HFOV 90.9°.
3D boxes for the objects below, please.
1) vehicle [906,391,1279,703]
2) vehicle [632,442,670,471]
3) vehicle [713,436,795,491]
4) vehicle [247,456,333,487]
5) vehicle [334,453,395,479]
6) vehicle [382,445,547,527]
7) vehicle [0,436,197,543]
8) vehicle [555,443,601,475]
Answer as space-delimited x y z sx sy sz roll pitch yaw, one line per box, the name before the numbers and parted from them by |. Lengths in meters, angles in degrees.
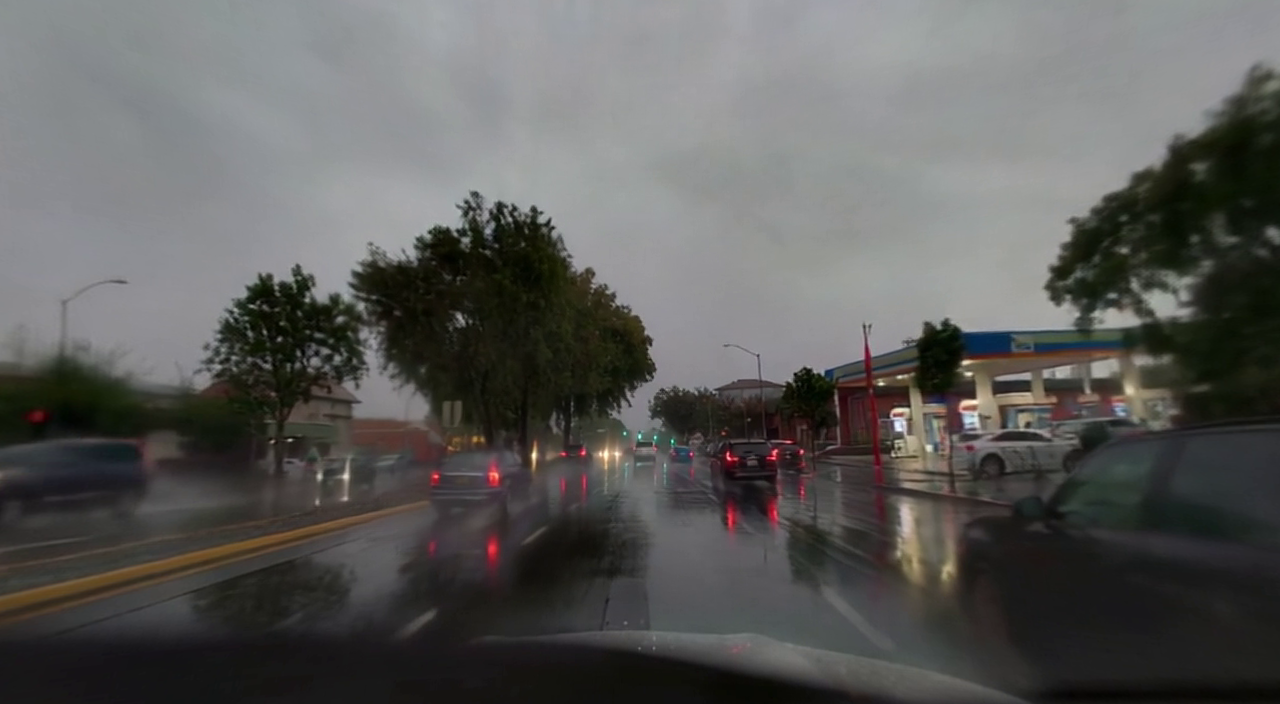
vehicle | 3.167 1.011 2.946 1.919 1.502 4.572 0 -8 1
vehicle | 0.670 6.483 39.382 2.192 1.674 4.124 0 -8 1
vehicle | 3.829 3.842 22.120 1.980 1.709 4.813 0 -8 0
vehicle | -19.039 6.502 34.579 1.890 1.472 4.769 0 -8 1
vehicle | -18.524 7.649 42.616 1.947 1.616 4.638 0 -8 1
vehicle | -3.298 2.592 12.872 2.013 1.354 4.393 0 -8 1
vehicle | -11.754 2.648 12.877 2.012 1.781 4.599 0 -8 0
vehicle | -3.310 5.776 34.232 1.988 1.645 3.995 0 -8 1
